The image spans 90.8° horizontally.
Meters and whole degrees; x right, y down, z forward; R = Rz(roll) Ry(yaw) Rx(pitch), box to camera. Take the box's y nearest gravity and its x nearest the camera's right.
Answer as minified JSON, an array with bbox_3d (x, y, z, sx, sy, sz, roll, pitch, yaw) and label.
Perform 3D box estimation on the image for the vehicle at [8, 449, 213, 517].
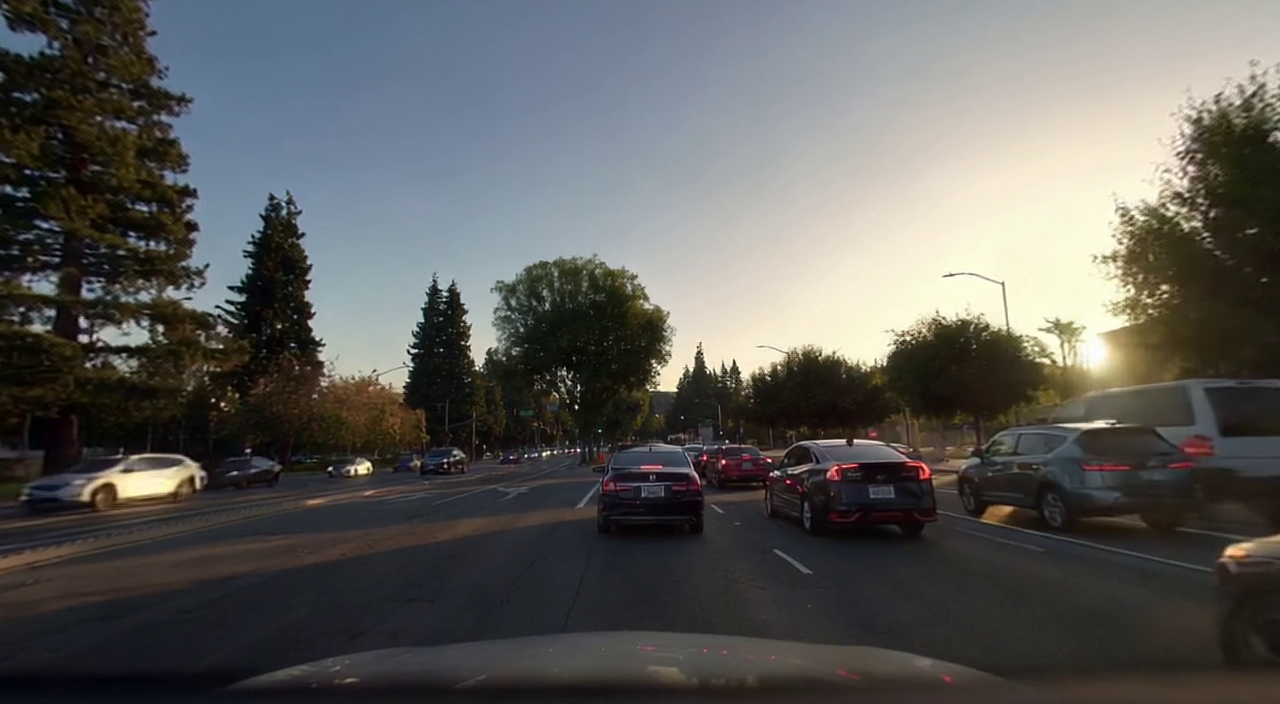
[{"bbox_3d":[-15.523,3.811,18.981,2.080,1.738,4.686,0,-9,-1],"label":"vehicle"}]

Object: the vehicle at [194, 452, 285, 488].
[{"bbox_3d":[-22.347,6.559,35.493,2.034,1.798,4.734,0,-9,-1],"label":"vehicle"}]

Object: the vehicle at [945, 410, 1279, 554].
[{"bbox_3d":[6.914,1.906,9.916,1.987,1.730,4.373,0,-9,-1],"label":"vehicle"}]

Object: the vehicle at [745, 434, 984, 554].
[{"bbox_3d":[3.180,2.115,10.284,1.970,1.445,4.974,0,-9,-1],"label":"vehicle"}]

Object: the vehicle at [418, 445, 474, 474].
[{"bbox_3d":[-11.824,6.562,38.758,1.980,1.675,4.581,0,-9,0],"label":"vehicle"}]

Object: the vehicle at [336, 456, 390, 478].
[{"bbox_3d":[-18.580,7.705,42.558,1.798,1.333,3.944,0,-9,0],"label":"vehicle"}]

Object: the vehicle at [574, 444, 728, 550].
[{"bbox_3d":[0.087,2.178,10.219,1.990,1.347,4.067,0,-9,-2],"label":"vehicle"}]
